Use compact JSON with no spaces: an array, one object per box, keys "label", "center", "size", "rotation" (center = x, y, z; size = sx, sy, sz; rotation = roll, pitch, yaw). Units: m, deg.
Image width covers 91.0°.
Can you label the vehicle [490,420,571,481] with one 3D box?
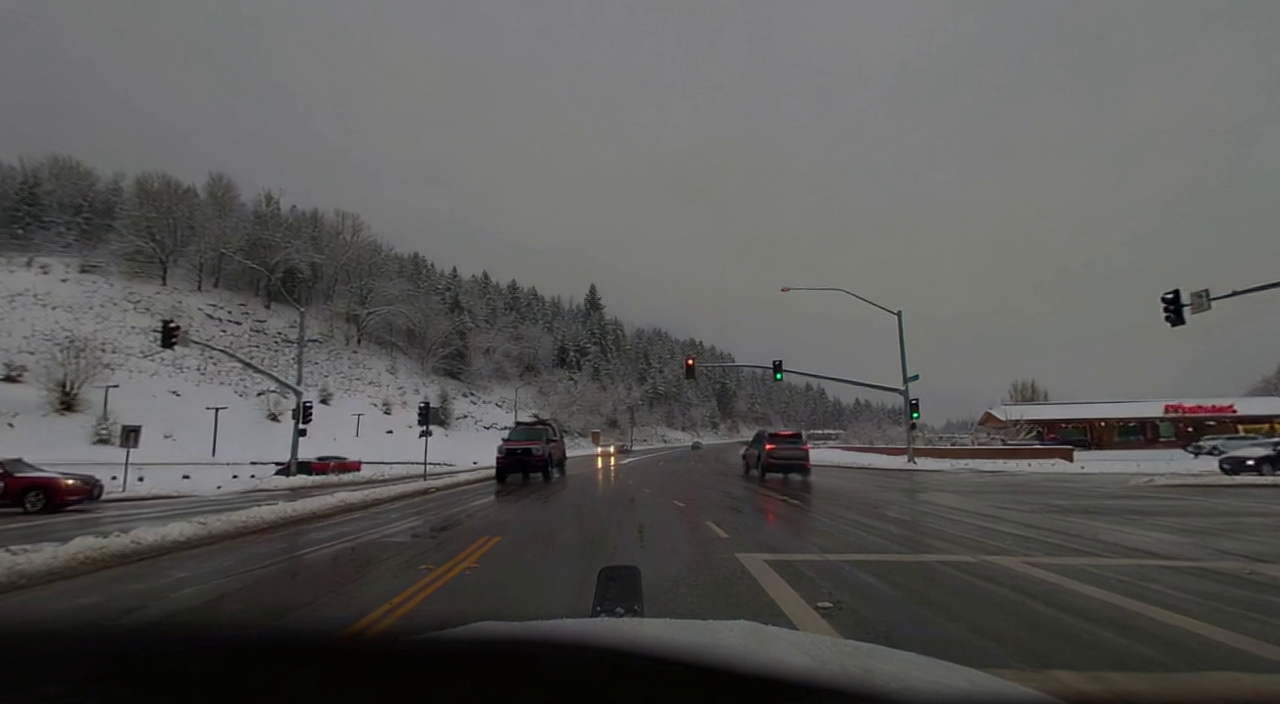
[{"label":"vehicle","center":[-4.549,4.245,27.309],"size":[2.318,2.325,5.910],"rotation":[0,-8,1]}]

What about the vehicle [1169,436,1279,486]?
[{"label":"vehicle","center":[25.076,4.463,26.047],"size":[4.546,1.944,2.051],"rotation":[1,-9,-5]}]

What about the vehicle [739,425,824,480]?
[{"label":"vehicle","center":[6.170,4.470,28.171],"size":[2.388,2.201,5.139],"rotation":[0,-9,-3]}]

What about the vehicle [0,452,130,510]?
[{"label":"vehicle","center":[-19.767,4.162,20.549],"size":[4.440,1.748,2.033],"rotation":[0,-9,1]}]

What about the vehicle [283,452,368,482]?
[{"label":"vehicle","center":[-19.008,6.901,38.054],"size":[4.336,1.706,2.069],"rotation":[5,-10,-30]}]
